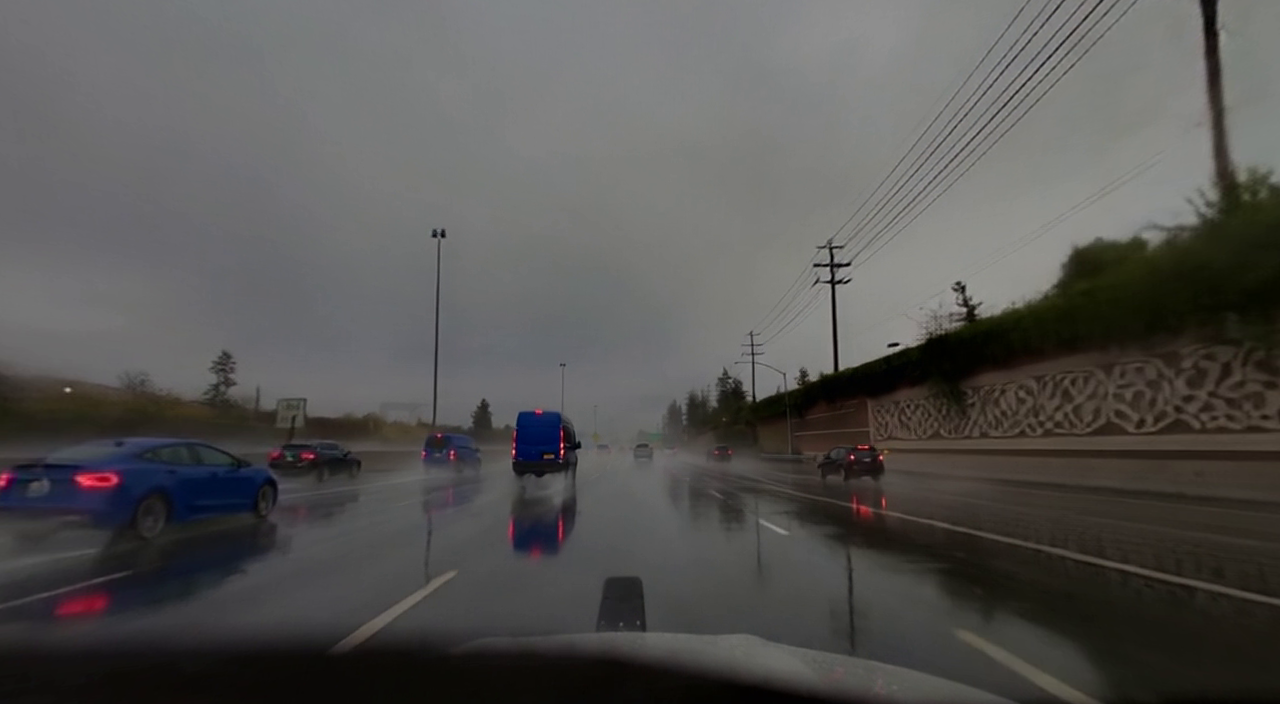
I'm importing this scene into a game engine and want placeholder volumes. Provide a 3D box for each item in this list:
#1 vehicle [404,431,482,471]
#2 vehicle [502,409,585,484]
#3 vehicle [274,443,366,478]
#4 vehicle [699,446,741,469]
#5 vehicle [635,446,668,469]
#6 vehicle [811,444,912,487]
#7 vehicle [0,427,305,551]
[{"bbox_3d":[-11.482,5.863,37.308,2.596,2.162,6.328,0,-9,0],"label":"vehicle"},{"bbox_3d":[-3.729,3.840,25.595,2.395,2.660,5.827,0,-9,0],"label":"vehicle"},{"bbox_3d":[-15.037,5.120,29.927,1.937,1.523,4.708,0,-9,0],"label":"vehicle"},{"bbox_3d":[5.574,7.453,44.517,2.095,1.504,4.536,0,-9,-3],"label":"vehicle"},{"bbox_3d":[0.761,7.406,44.416,2.084,1.492,4.137,0,-9,-2],"label":"vehicle"},{"bbox_3d":[8.242,4.259,23.954,2.052,1.470,4.364,0,-9,-3],"label":"vehicle"},{"bbox_3d":[-7.609,2.065,10.176,1.967,1.525,4.458,0,-9,-1],"label":"vehicle"}]
